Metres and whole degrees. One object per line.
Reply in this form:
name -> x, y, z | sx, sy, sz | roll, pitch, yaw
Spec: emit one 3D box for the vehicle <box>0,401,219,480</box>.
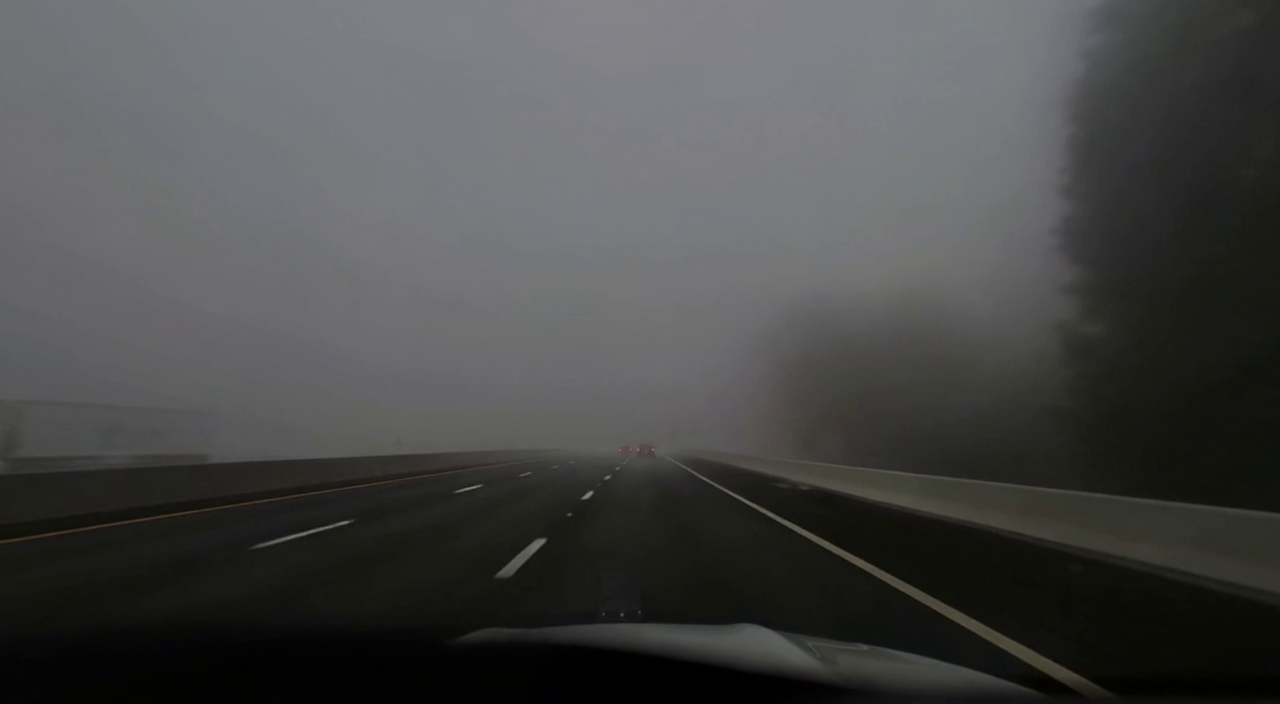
vehicle -> -35.472, 6.019, 42.276 | 2.926, 4.196, 16.585 | 0, -9, 0
